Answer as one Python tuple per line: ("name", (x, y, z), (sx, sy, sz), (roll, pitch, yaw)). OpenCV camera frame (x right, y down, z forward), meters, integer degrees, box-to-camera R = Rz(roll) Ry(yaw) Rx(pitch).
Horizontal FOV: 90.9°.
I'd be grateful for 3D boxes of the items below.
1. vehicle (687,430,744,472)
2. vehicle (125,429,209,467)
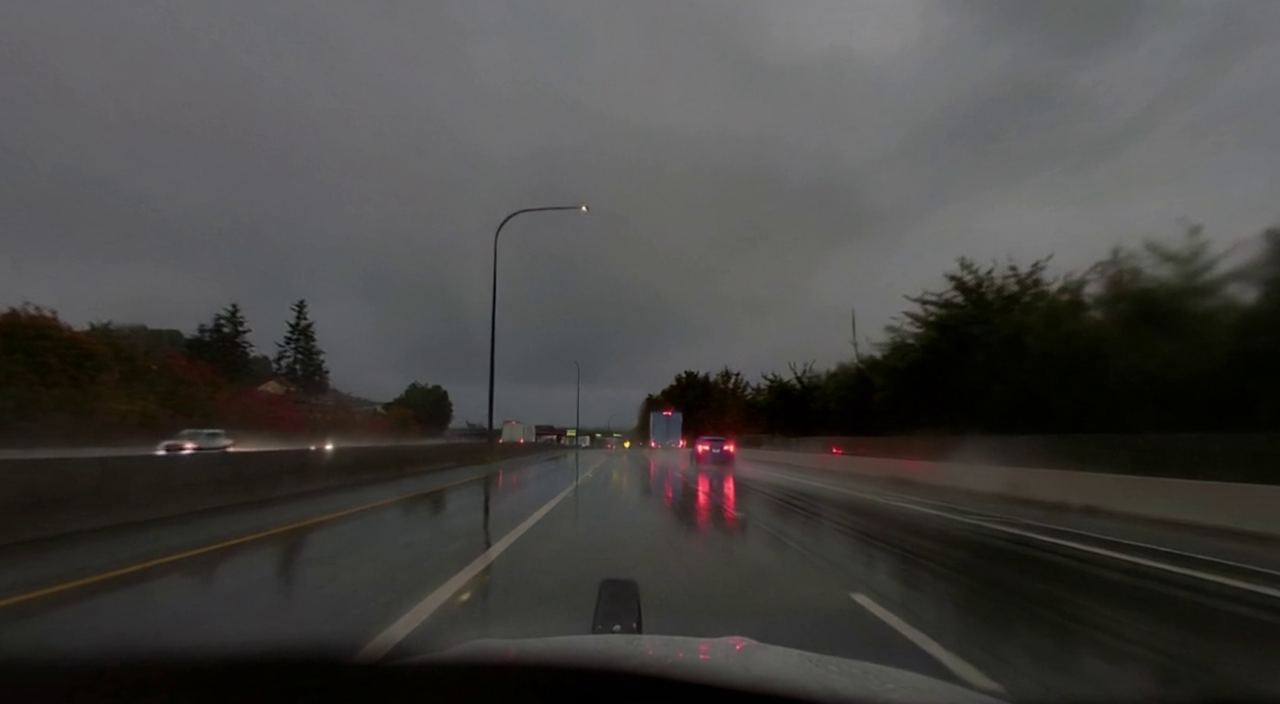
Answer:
("vehicle", (3.578, 4.803, 30.822), (2.076, 1.914, 4.287), (0, -8, -2))
("vehicle", (-36.286, 7.355, 48.577), (2.260, 2.710, 5.363), (0, -8, 0))
